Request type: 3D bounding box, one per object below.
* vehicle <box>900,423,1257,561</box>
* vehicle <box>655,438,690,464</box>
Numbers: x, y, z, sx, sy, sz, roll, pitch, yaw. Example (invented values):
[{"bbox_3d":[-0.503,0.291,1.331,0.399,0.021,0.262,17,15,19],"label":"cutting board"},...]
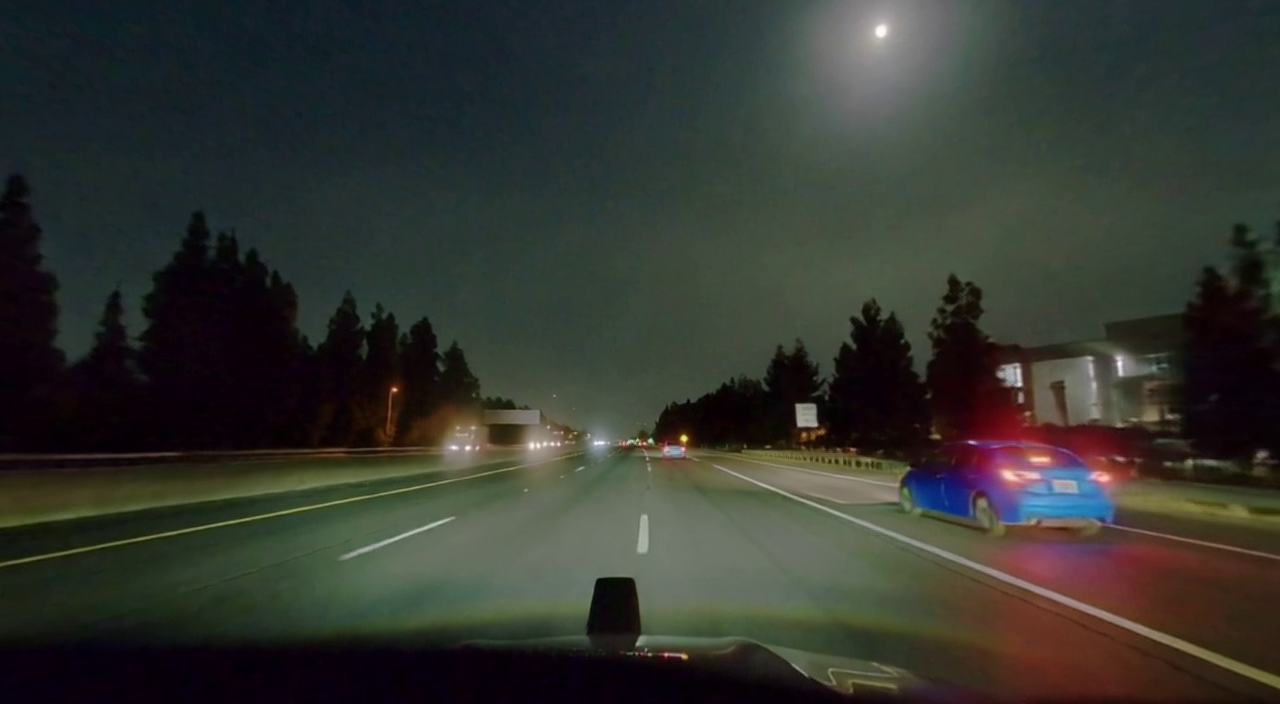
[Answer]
[{"bbox_3d":[5.889,1.931,9.470,2.029,1.528,4.644,0,-9,0],"label":"vehicle"},{"bbox_3d":[2.226,6.862,44.027,2.127,1.692,4.382,0,-9,-1],"label":"vehicle"}]
